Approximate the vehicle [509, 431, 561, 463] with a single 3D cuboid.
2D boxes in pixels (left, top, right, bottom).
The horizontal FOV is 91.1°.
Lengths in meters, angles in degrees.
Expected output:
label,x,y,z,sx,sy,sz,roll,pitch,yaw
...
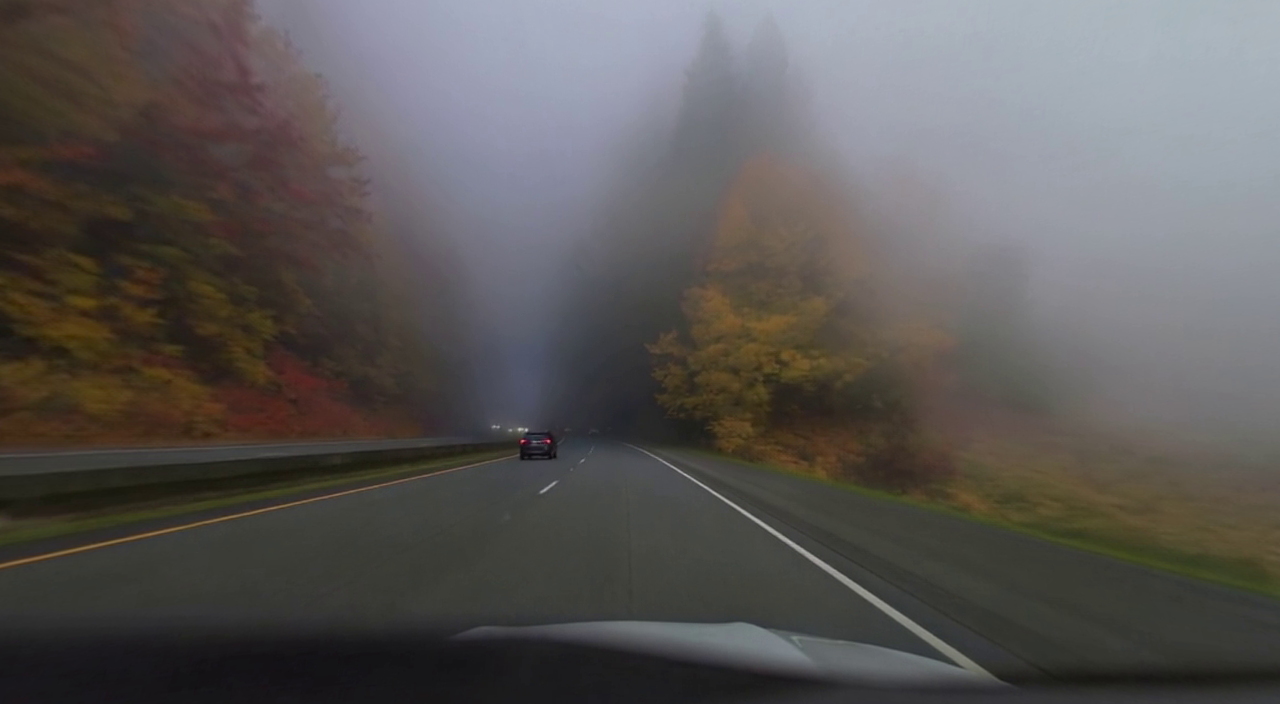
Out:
label,x,y,z,sx,sy,sz,roll,pitch,yaw
vehicle,-5.370,4.930,32.778,2.073,1.559,4.393,0,-8,-2
